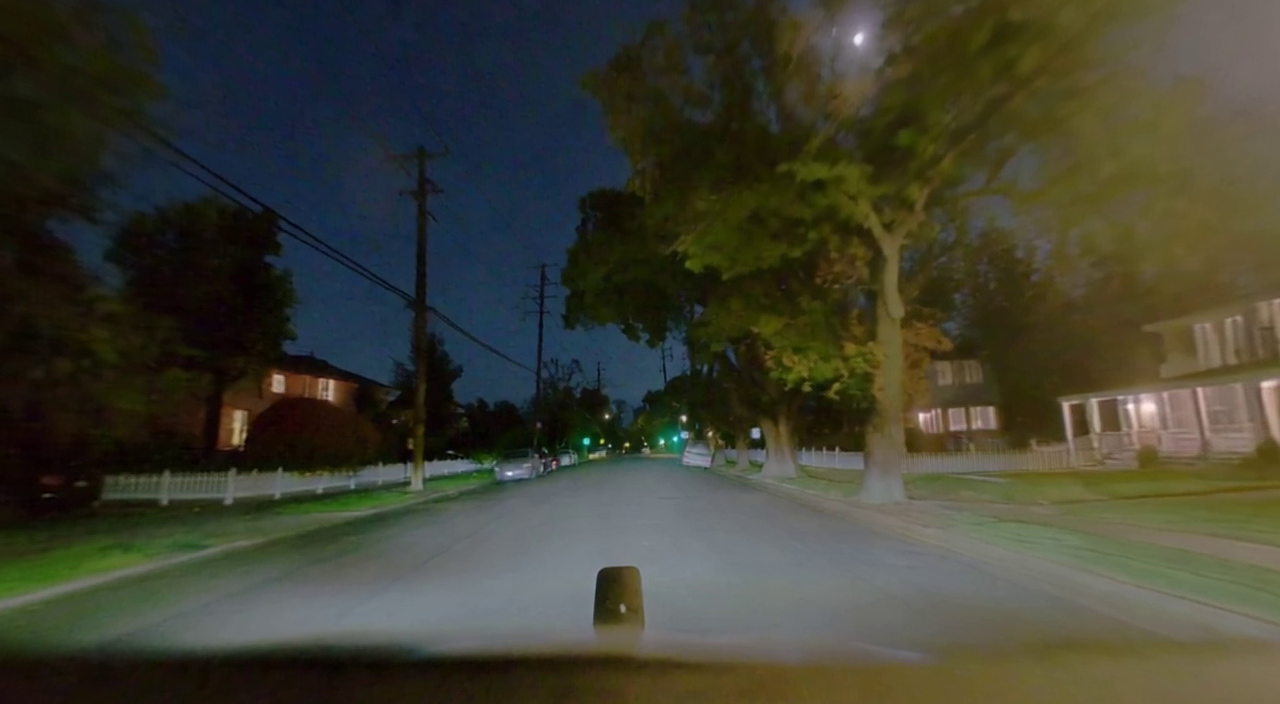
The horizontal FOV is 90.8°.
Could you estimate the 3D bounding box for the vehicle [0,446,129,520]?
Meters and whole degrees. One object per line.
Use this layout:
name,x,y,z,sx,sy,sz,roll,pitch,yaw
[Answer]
vehicle,-16.097,3.282,16.053,4.402,1.741,1.951,0,-9,-1

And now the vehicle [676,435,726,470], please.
vehicle,3.670,6.209,39.270,2.407,1.948,6.408,0,-8,0

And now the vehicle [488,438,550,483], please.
vehicle,-5.932,5.323,31.556,2.050,1.911,4.852,-3,-7,0

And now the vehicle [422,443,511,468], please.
vehicle,-13.308,7.978,48.804,6.224,1.862,2.312,0,-8,0

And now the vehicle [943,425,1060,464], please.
vehicle,17.268,4.441,30.373,4.268,1.788,2.156,0,-9,1

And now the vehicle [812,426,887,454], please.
vehicle,15.203,6.428,45.969,4.612,1.916,2.159,0,-9,-2
